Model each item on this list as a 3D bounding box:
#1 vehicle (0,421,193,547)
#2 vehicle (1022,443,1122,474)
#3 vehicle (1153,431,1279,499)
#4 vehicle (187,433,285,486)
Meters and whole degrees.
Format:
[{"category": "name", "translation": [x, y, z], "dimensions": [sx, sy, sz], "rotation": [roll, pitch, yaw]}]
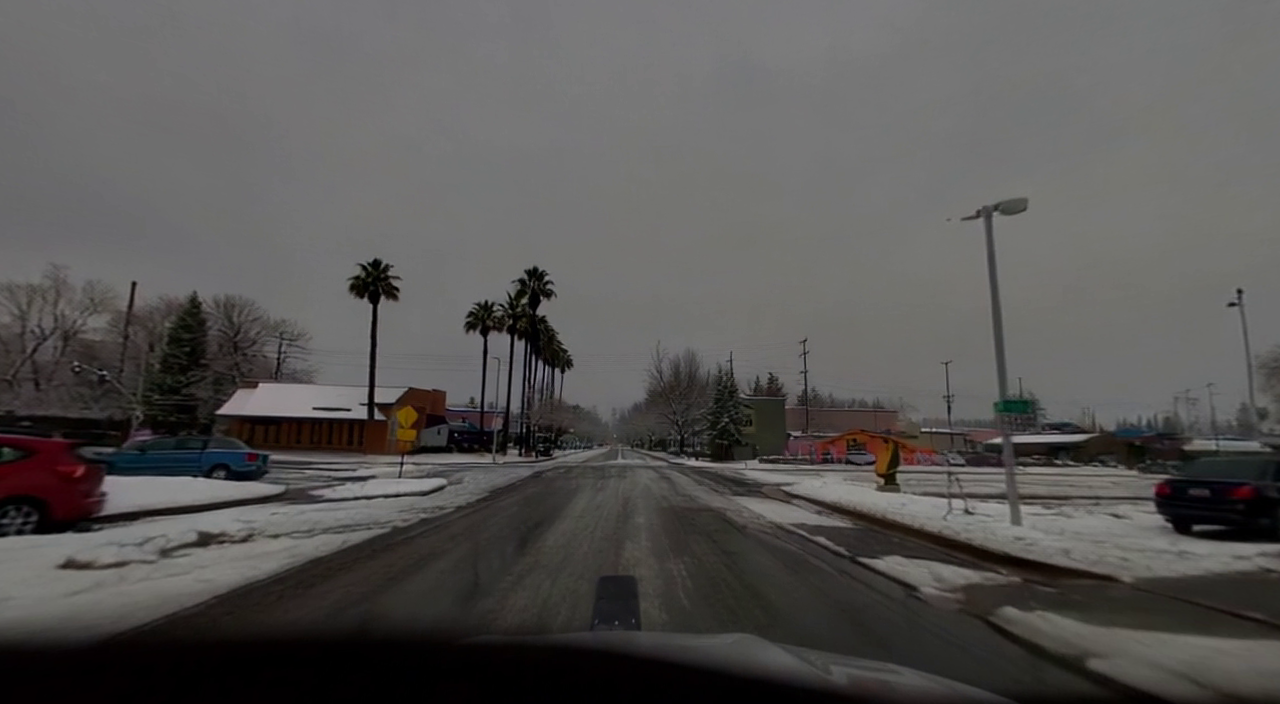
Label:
[{"category": "vehicle", "translation": [-8.463, 1.552, 7.465], "dimensions": [2.086, 1.434, 4.809], "rotation": [-3, -9, 18]}, {"category": "vehicle", "translation": [27.499, 6.769, 40.298], "dimensions": [4.839, 1.845, 2.037], "rotation": [0, -8, -2]}, {"category": "vehicle", "translation": [17.447, 3.048, 17.263], "dimensions": [2.043, 1.721, 4.722], "rotation": [2, -8, -27]}, {"category": "vehicle", "translation": [-12.789, 3.429, 20.318], "dimensions": [1.860, 1.485, 4.641], "rotation": [4, -10, -23]}]
